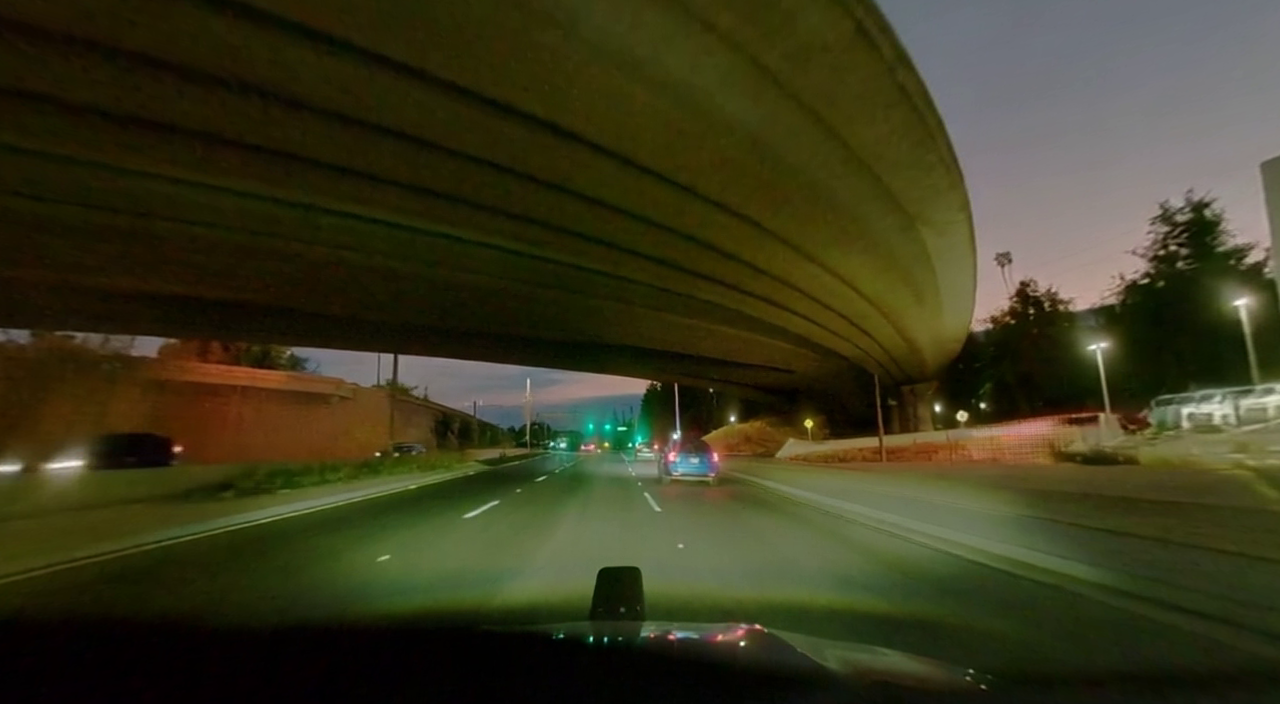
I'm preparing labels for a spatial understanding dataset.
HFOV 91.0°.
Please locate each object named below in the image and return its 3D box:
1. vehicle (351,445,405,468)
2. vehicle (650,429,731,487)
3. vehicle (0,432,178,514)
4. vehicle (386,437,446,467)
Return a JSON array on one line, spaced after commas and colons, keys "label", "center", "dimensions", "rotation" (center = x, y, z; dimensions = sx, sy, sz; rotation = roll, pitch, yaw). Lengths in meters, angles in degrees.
[{"label": "vehicle", "center": [-18.707, 7.486, 45.250], "dimensions": [1.980, 1.517, 4.690], "rotation": [0, -9, -2]}, {"label": "vehicle", "center": [1.561, 3.521, 21.191], "dimensions": [2.110, 1.712, 4.489], "rotation": [0, -9, -3]}, {"label": "vehicle", "center": [-13.968, 2.861, 15.373], "dimensions": [2.052, 1.690, 4.458], "rotation": [0, -9, -2]}, {"label": "vehicle", "center": [-14.783, 6.638, 41.934], "dimensions": [2.093, 1.806, 5.466], "rotation": [0, -9, -2]}]
